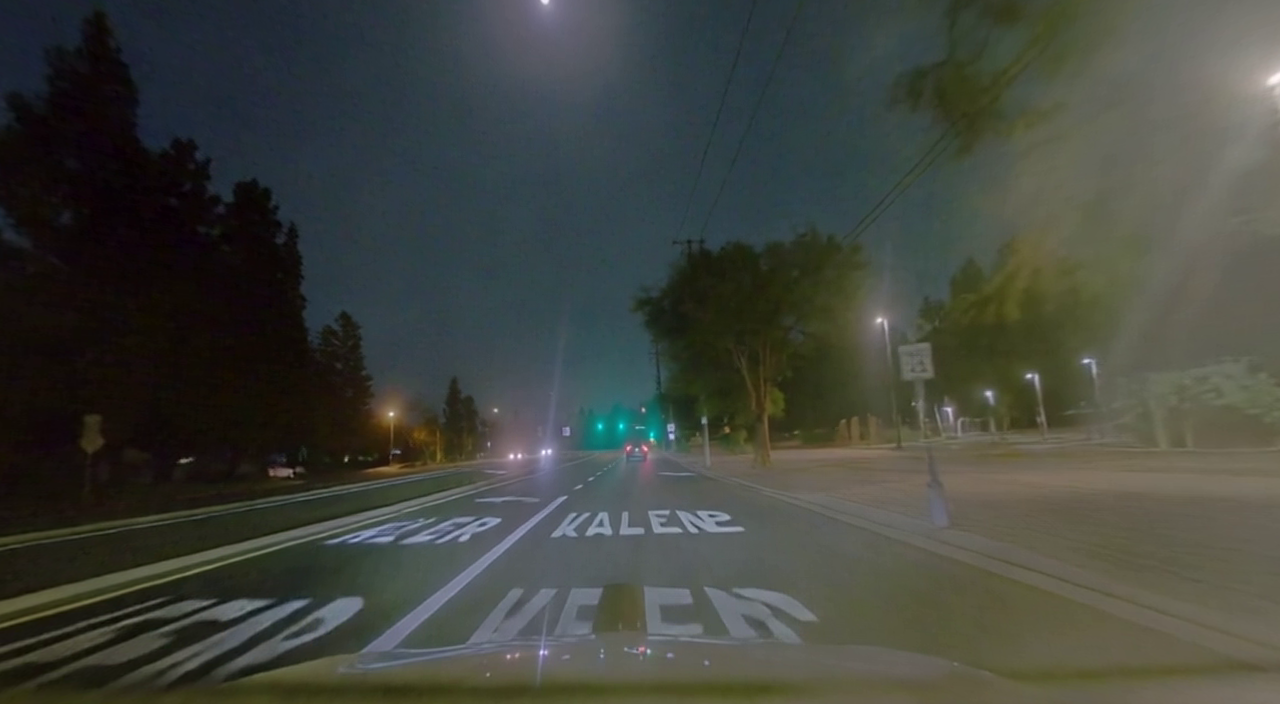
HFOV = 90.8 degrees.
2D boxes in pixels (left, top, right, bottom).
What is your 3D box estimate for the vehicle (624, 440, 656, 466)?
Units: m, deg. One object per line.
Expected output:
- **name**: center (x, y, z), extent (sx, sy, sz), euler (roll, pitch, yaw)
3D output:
- **vehicle**: center (-0.032, 6.840, 42.896), extent (2.045, 1.613, 4.210), euler (0, -8, -1)
